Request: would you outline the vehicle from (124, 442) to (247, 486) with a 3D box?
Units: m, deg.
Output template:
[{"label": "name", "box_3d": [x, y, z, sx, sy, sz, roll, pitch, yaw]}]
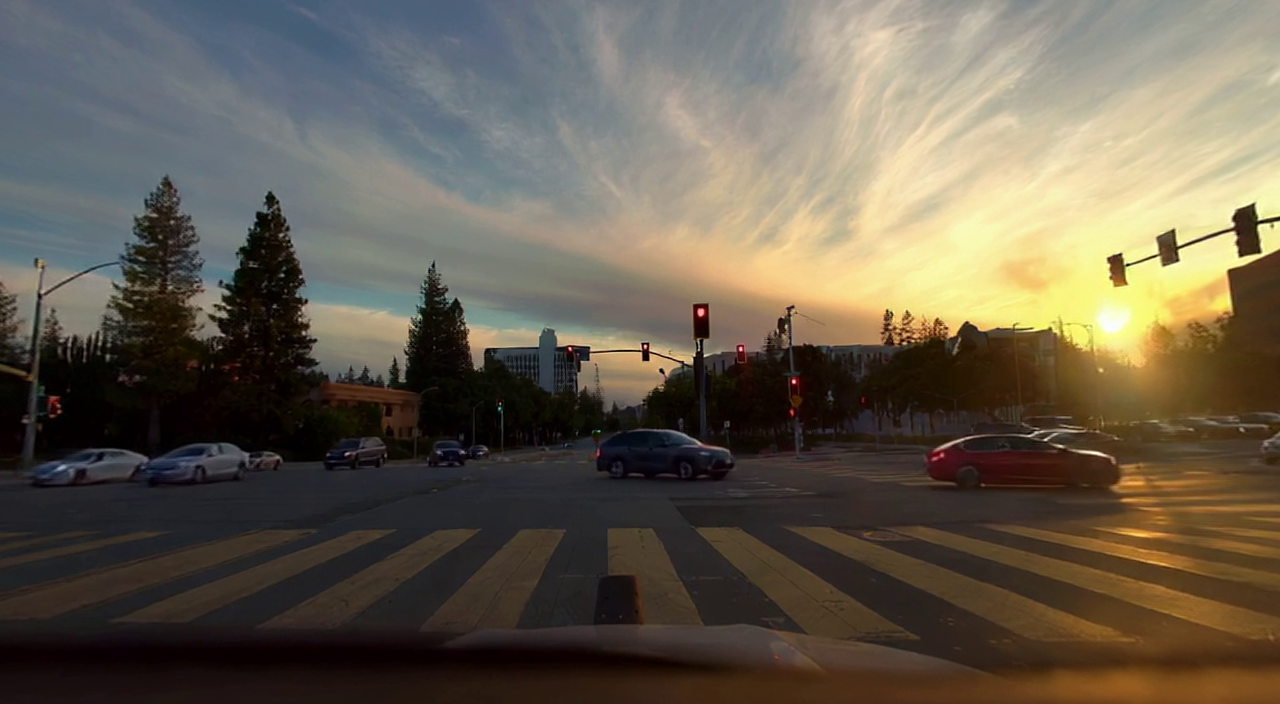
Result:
[{"label": "vehicle", "box_3d": [-19.686, 4.843, 27.662, 2.088, 1.743, 4.417, 0, -9, -1]}]

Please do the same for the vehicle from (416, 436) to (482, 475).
[{"label": "vehicle", "box_3d": [-9.091, 4.861, 29.861, 1.982, 1.678, 4.180, 5, -10, -29]}]

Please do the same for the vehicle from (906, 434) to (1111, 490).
[{"label": "vehicle", "box_3d": [10.329, 3.119, 18.119, 4.532, 1.467, 2.135, -2, -9, 11]}]

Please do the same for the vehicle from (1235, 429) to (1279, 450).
[{"label": "vehicle", "box_3d": [45.674, 6.285, 45.276, 1.786, 1.412, 4.330, 0, -9, 0]}]

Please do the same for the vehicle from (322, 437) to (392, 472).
[{"label": "vehicle", "box_3d": [-16.407, 5.970, 36.929, 1.977, 1.878, 4.575, 0, -9, 0]}]

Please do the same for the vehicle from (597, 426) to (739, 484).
[{"label": "vehicle", "box_3d": [0.975, 3.723, 22.984, 4.767, 1.877, 2.017, -6, -10, 33]}]

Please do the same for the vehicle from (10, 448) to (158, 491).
[{"label": "vehicle", "box_3d": [-23.251, 4.897, 26.749, 2.041, 1.642, 4.628, 0, -9, 0]}]
